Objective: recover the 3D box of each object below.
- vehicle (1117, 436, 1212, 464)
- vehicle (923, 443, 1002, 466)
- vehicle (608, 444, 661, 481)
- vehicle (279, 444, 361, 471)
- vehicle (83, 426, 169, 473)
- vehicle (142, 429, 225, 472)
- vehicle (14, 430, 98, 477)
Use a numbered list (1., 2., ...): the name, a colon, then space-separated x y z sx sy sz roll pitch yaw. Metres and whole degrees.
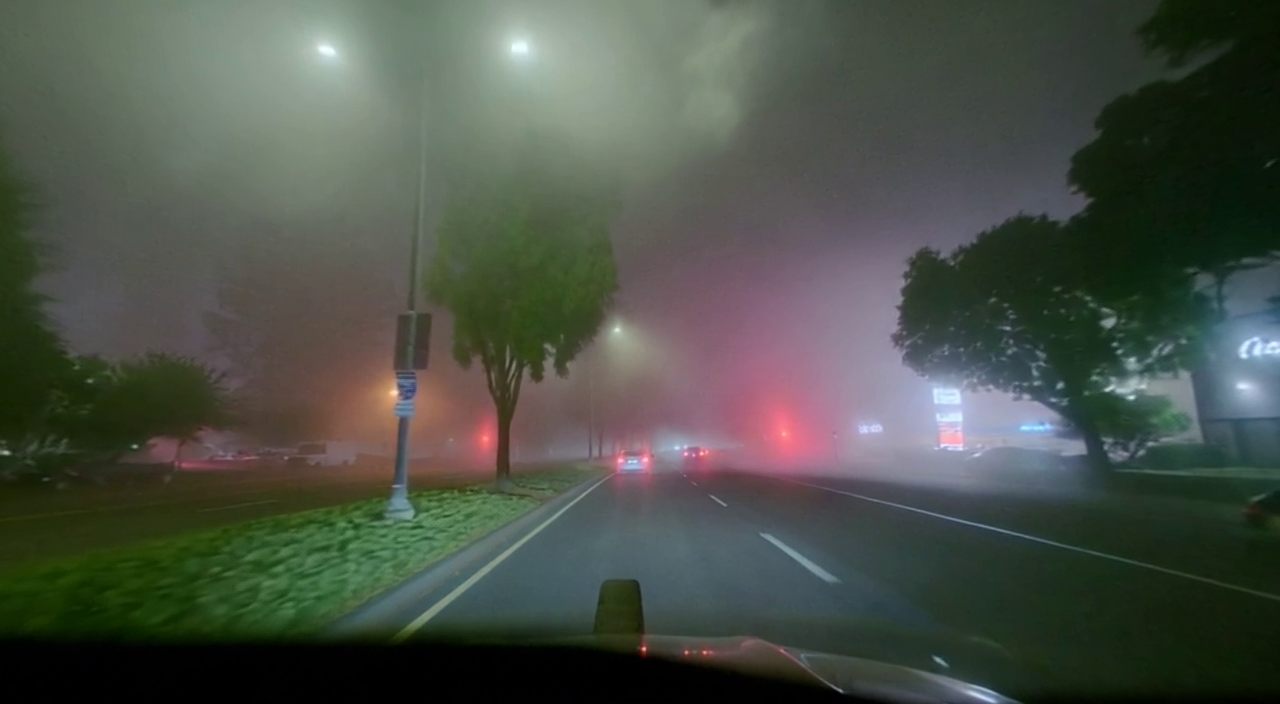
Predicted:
1. vehicle: 34.668 6.517 41.861 4.366 1.723 1.944 -1 -10 4
2. vehicle: 21.461 6.819 42.206 4.197 1.505 1.915 0 -8 1
3. vehicle: -0.195 4.687 27.060 2.095 1.456 3.873 0 -8 1
4. vehicle: -24.042 7.898 47.582 5.104 1.947 2.106 6 -10 -35
5. vehicle: -31.986 6.129 39.268 5.926 2.638 2.413 -8 -12 35
6. vehicle: -30.242 6.590 41.817 5.689 2.583 2.285 -7 -12 32
7. vehicle: -34.534 5.938 37.293 6.029 2.538 2.343 -6 -10 37
